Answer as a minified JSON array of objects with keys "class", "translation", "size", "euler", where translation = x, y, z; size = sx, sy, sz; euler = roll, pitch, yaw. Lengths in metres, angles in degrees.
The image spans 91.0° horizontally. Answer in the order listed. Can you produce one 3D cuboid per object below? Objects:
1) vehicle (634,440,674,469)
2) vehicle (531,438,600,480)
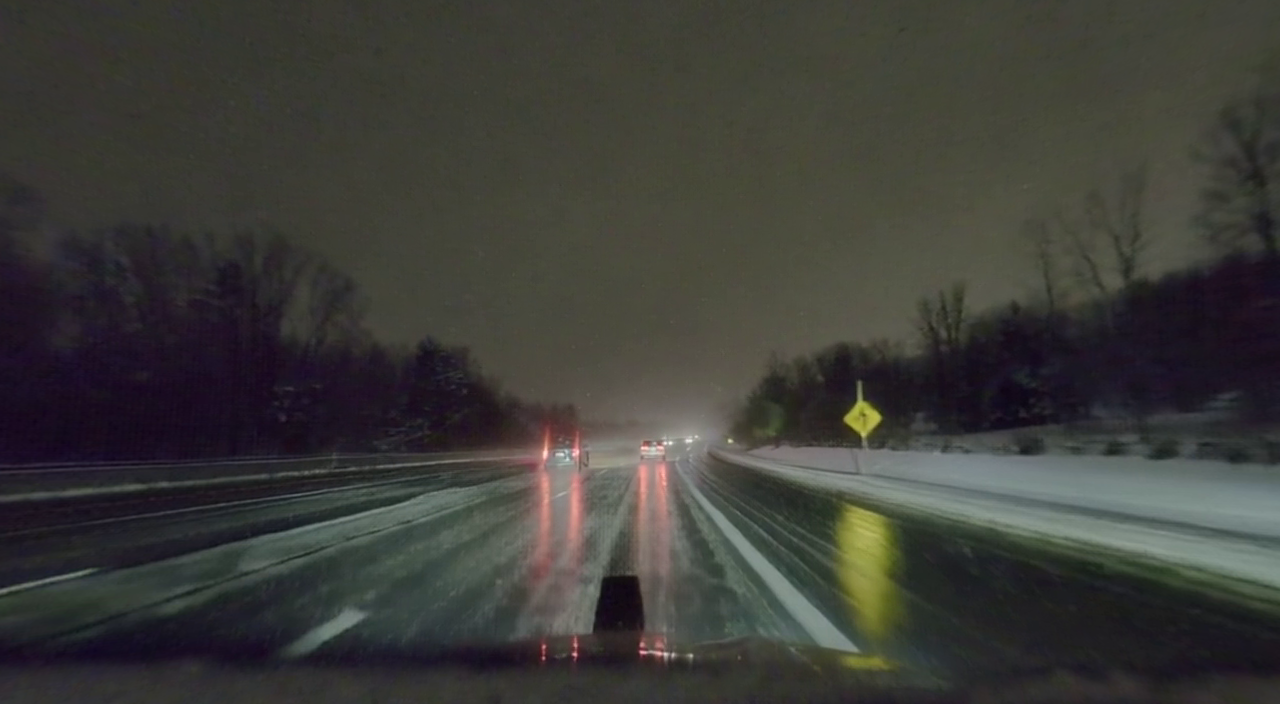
[{"class":"vehicle","translation":[0.845,5.824,35.911],"size":[2.129,1.502,4.321],"euler":[-1,-9,3]},{"class":"vehicle","translation":[-2.990,4.421,26.263],"size":[2.129,1.563,4.387],"euler":[-1,-9,3]}]
